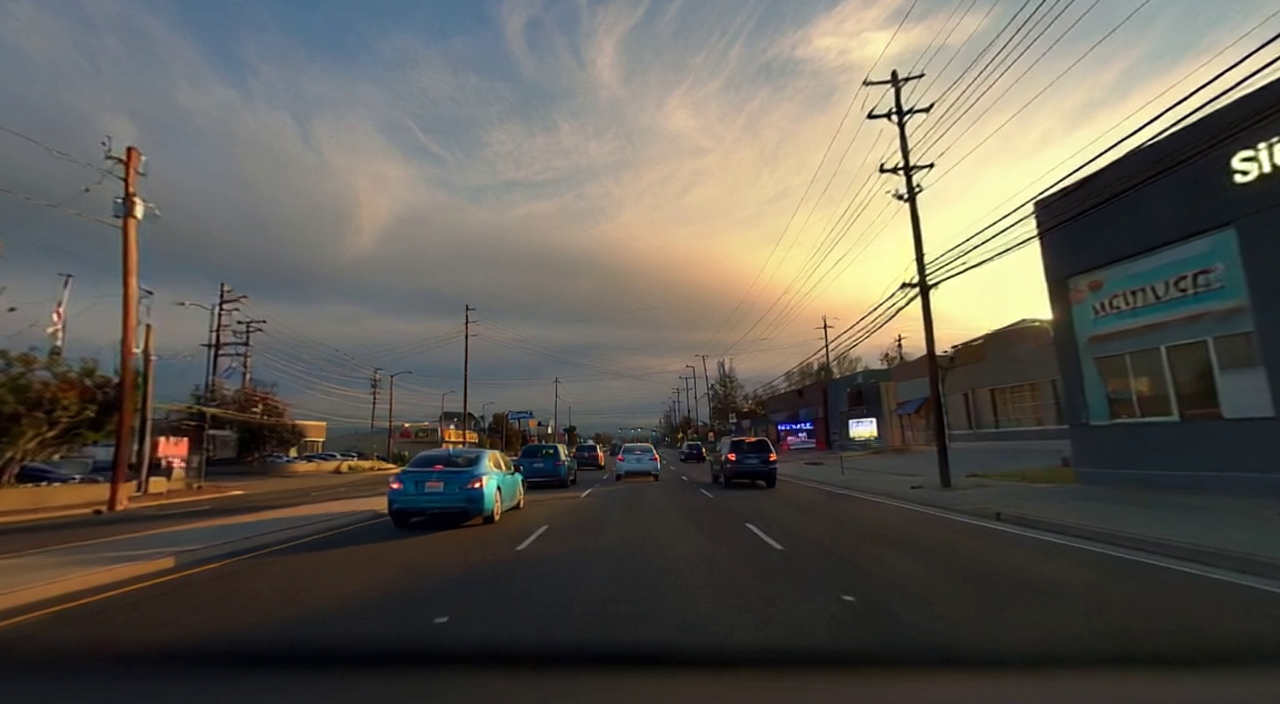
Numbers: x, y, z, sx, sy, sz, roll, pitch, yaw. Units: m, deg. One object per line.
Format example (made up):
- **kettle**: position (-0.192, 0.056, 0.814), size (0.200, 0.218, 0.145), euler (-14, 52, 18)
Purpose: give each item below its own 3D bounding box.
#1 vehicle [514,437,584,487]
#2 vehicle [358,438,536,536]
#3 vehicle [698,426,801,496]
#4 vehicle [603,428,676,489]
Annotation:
- **vehicle**: position (-3.279, 4.044, 23.605), size (2.051, 1.671, 3.861), euler (0, -8, 0)
- **vehicle**: position (-3.384, 2.431, 12.152), size (2.022, 1.498, 4.471), euler (0, -8, 0)
- **vehicle**: position (3.279, 3.384, 20.064), size (2.282, 1.897, 4.915), euler (0, -8, -1)
- **vehicle**: position (-0.041, 3.737, 22.511), size (2.326, 1.925, 4.253), euler (0, -8, 0)
